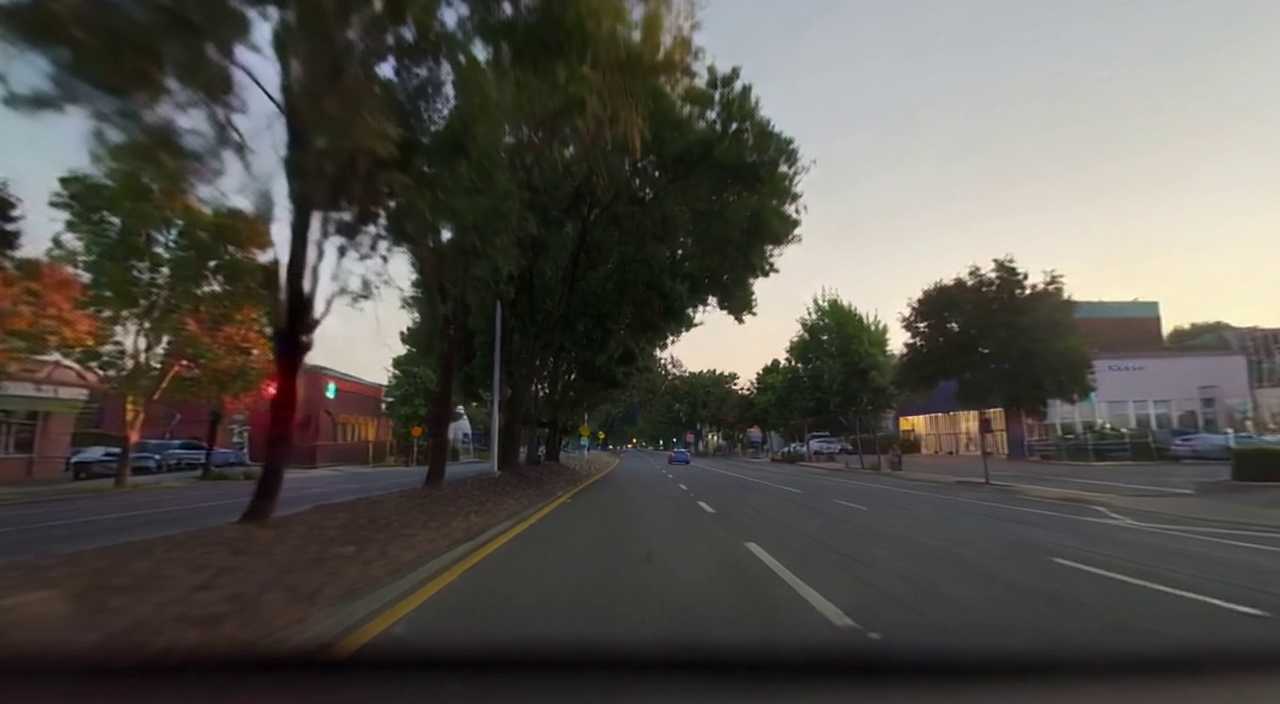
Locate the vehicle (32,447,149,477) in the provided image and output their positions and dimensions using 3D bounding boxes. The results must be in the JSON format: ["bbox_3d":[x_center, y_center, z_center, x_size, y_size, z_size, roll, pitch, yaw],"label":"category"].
[{"bbox_3d":[-28.042,5.599,32.329,4.140,1.446,1.888,0,-9,0],"label":"vehicle"}]
